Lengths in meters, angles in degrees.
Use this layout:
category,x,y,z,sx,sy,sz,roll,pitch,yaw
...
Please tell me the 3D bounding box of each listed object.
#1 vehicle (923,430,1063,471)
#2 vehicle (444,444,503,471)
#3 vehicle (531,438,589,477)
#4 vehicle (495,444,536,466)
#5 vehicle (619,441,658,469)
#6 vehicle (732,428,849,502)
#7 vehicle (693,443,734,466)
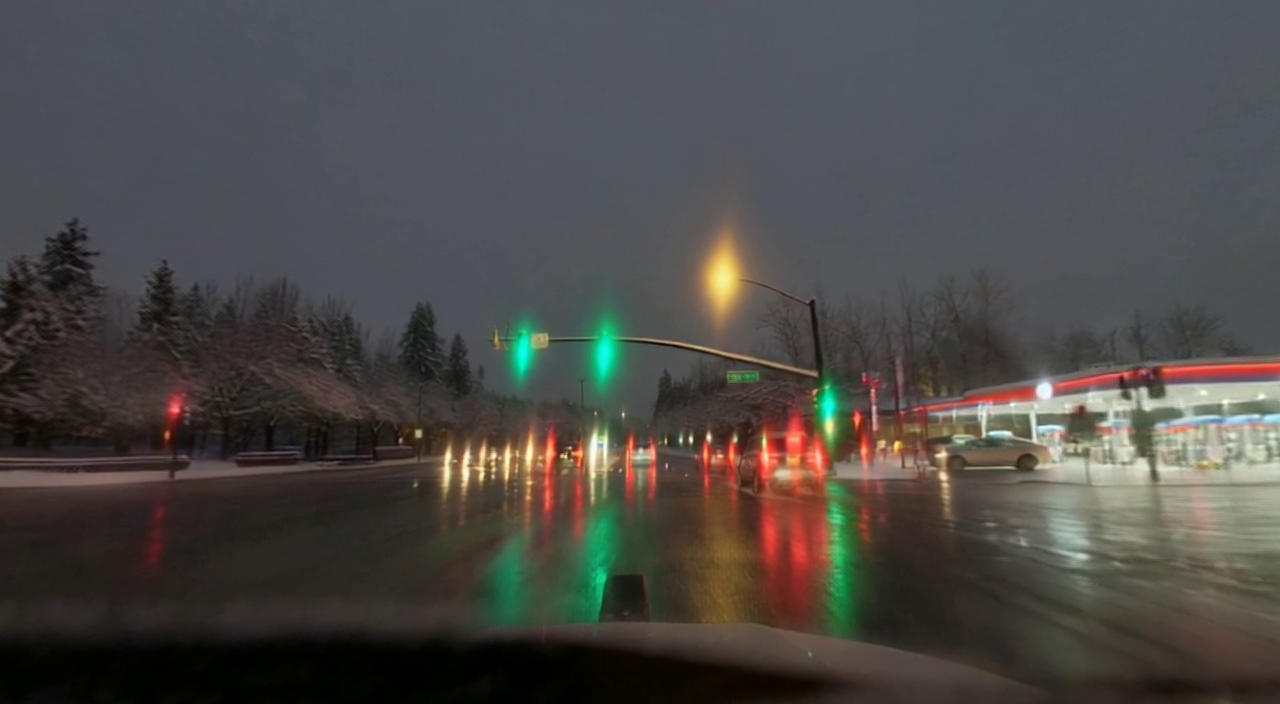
category,x,y,z,sx,sy,sz,roll,pitch,yaw
vehicle,18.027,5.057,32.414,5.585,1.866,2.607,-1,-8,-3
vehicle,-9.404,5.982,35.952,2.023,1.433,4.699,0,-8,1
vehicle,-3.507,4.713,28.405,2.023,1.607,4.086,0,-8,1
vehicle,-8.814,7.275,44.841,2.001,1.461,3.859,0,-8,2
vehicle,-0.062,5.814,35.893,2.104,1.477,4.591,0,-8,0
vehicle,3.804,2.923,16.774,2.022,1.683,4.171,0,-8,-1
vehicle,4.845,6.848,42.388,2.174,1.462,4.400,0,-8,-1
